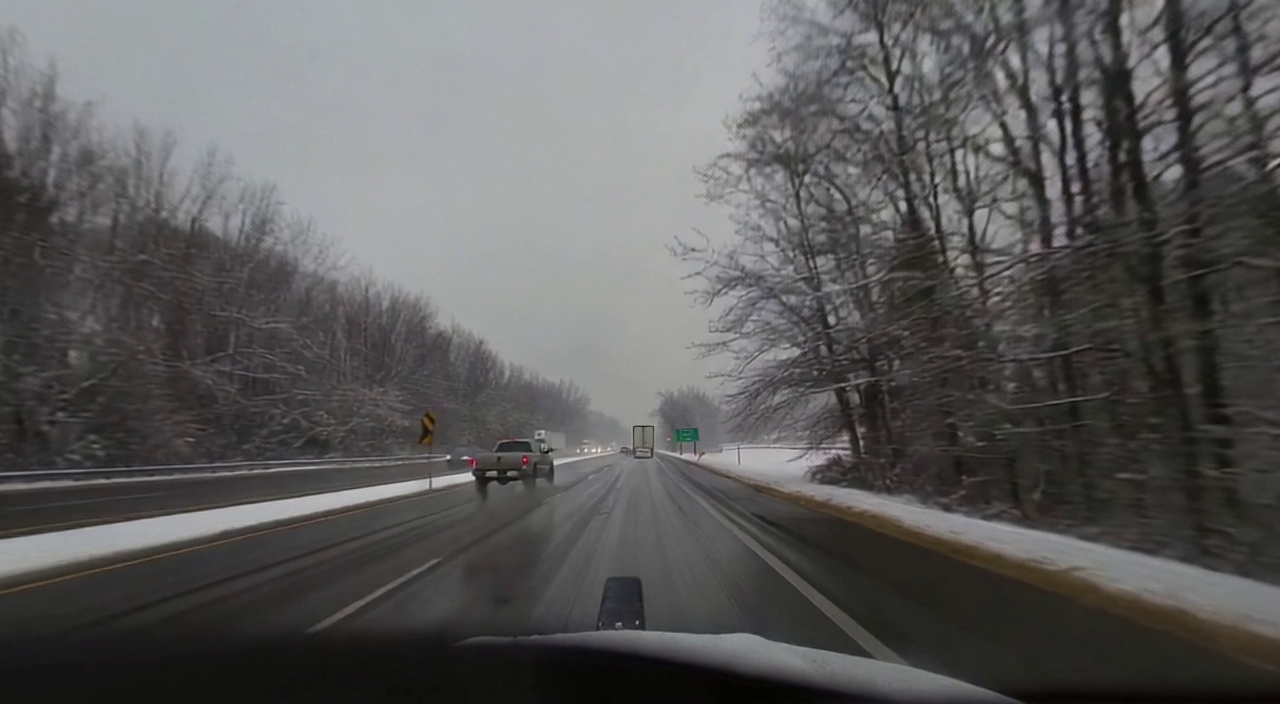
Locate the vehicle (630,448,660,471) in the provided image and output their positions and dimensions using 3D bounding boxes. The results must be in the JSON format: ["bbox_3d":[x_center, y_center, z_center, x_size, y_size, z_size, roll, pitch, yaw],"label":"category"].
[{"bbox_3d":[0.307,7.002,41.221,1.853,1.436,3.438,0,-9,-1],"label":"vehicle"}]

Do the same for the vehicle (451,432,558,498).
[{"bbox_3d":[-3.876,3.352,19.031,2.097,1.722,4.808,0,-9,1],"label":"vehicle"}]
